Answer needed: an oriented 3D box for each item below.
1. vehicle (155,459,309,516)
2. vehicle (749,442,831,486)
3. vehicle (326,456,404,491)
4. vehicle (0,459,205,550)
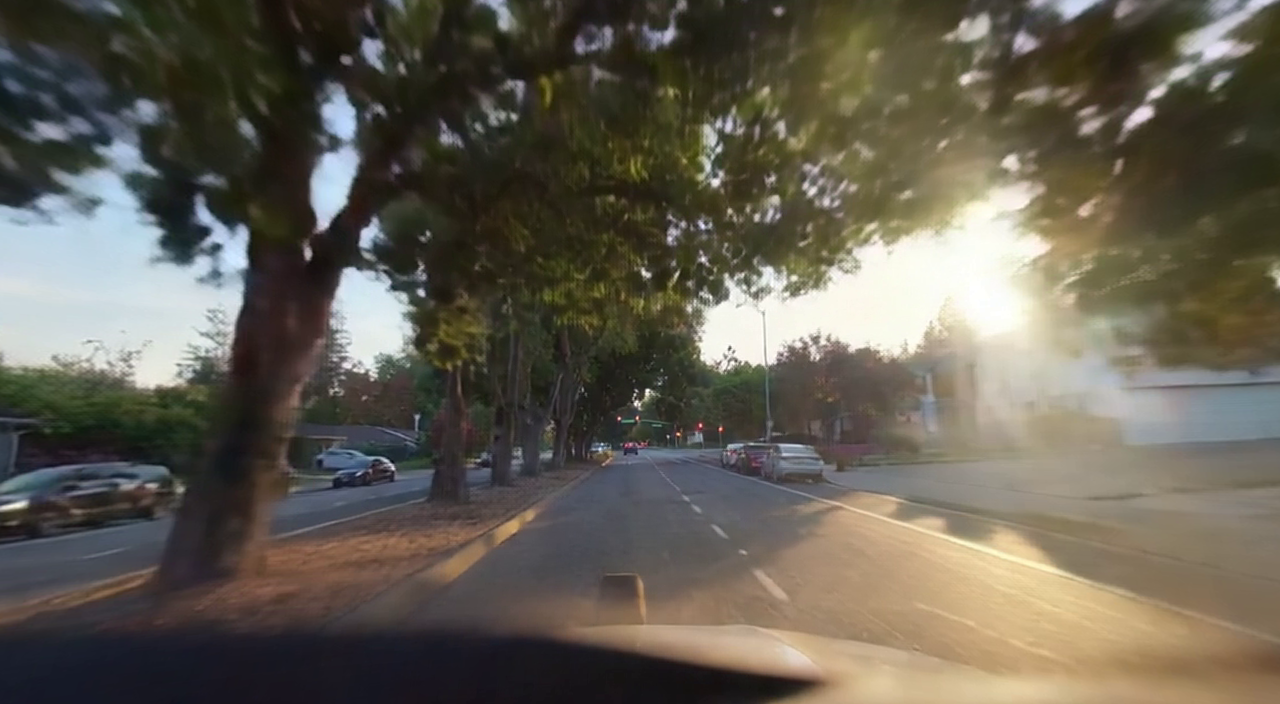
[{"bbox_3d":[-12.794,4.248,20.268,1.817,1.485,4.687,0,-8,0],"label":"vehicle"},{"bbox_3d":[5.550,4.170,23.920,1.875,1.466,4.355,0,-8,-2],"label":"vehicle"},{"bbox_3d":[-12.863,5.676,29.831,1.812,1.454,4.351,0,-8,-2],"label":"vehicle"},{"bbox_3d":[-12.732,3.367,14.644,2.078,1.618,4.650,0,-8,-2],"label":"vehicle"}]
